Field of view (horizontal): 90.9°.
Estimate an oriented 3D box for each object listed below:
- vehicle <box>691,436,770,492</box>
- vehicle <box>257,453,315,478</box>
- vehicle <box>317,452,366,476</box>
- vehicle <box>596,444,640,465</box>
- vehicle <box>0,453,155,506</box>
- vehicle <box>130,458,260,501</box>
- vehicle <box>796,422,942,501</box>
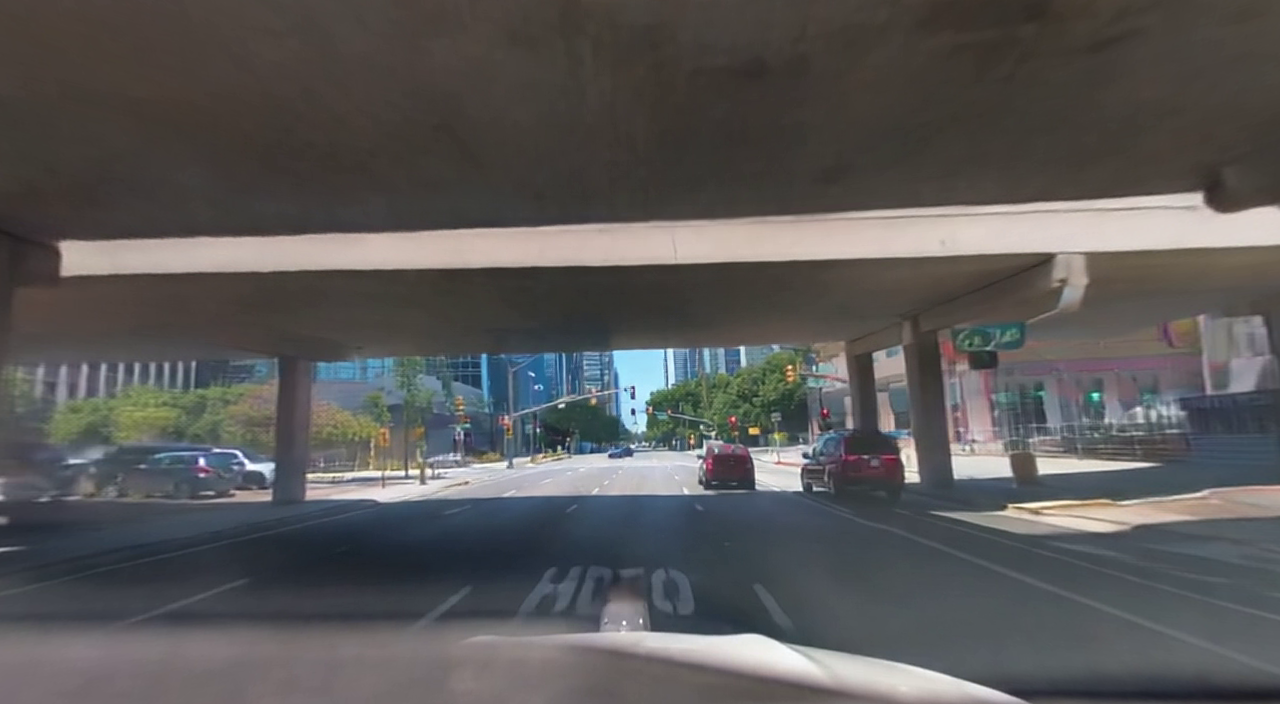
[{"bbox_3d":[2.776,3.527,20.173,1.947,1.576,3.825,0,-9,0],"label":"vehicle"},{"bbox_3d":[-27.157,8.670,48.527,1.807,1.795,4.566,0,-9,0],"label":"vehicle"},{"bbox_3d":[-22.844,8.576,48.406,1.757,1.699,3.854,0,-9,2],"label":"vehicle"},{"bbox_3d":[-1.794,8.025,49.366,2.099,1.562,4.037,3,-9,-23],"label":"vehicle"},{"bbox_3d":[-24.491,5.366,27.141,2.299,1.953,5.864,-1,-9,3],"label":"vehicle"},{"bbox_3d":[-17.749,5.085,25.464,1.985,1.505,4.275,-1,-9,2],"label":"vehicle"},{"bbox_3d":[6.906,3.398,19.987,2.433,2.116,5.789,0,-9,0],"label":"vehicle"}]
